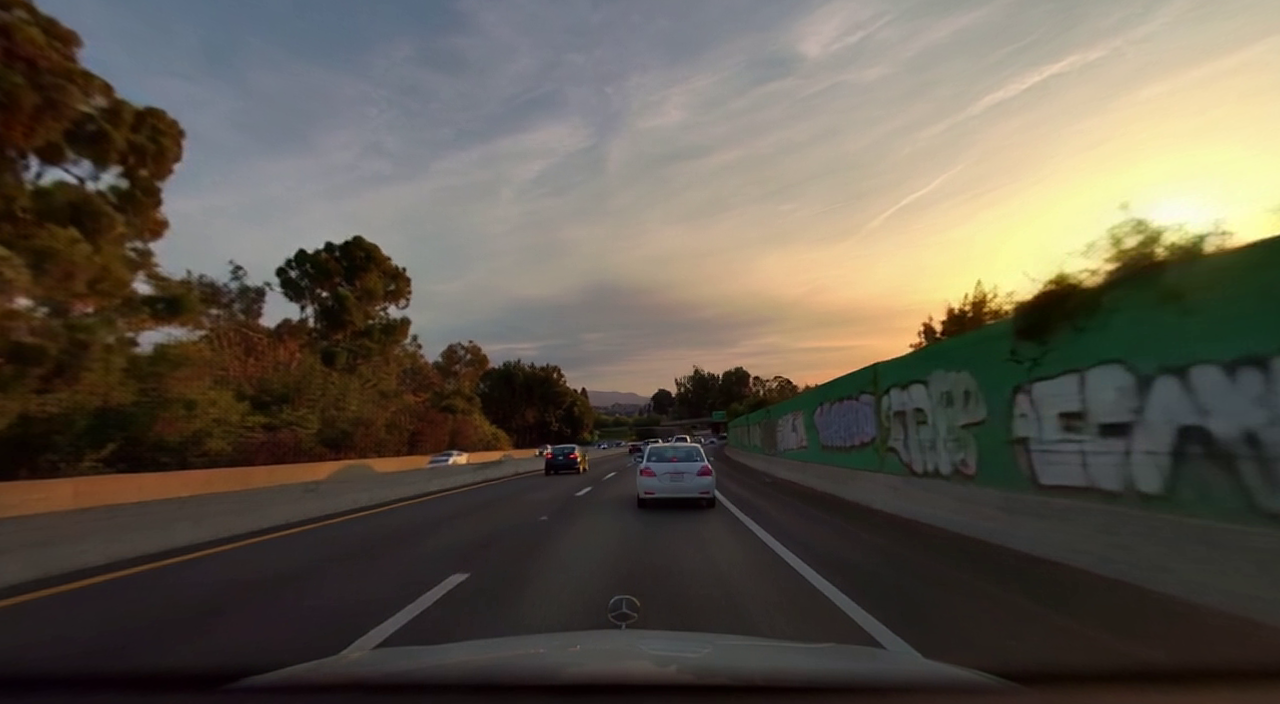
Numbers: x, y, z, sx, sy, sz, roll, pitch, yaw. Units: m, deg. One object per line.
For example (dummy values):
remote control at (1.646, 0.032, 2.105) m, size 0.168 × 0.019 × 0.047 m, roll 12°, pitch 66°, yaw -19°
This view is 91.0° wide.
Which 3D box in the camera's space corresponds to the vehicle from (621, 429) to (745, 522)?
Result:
vehicle at (0.762, 2.346, 12.501) m, size 2.077 × 1.533 × 3.854 m, roll 0°, pitch -8°, yaw 1°

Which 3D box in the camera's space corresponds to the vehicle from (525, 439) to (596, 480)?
vehicle at (-3.007, 4.194, 24.856) m, size 2.059 × 1.471 × 4.152 m, roll 0°, pitch -8°, yaw 3°
